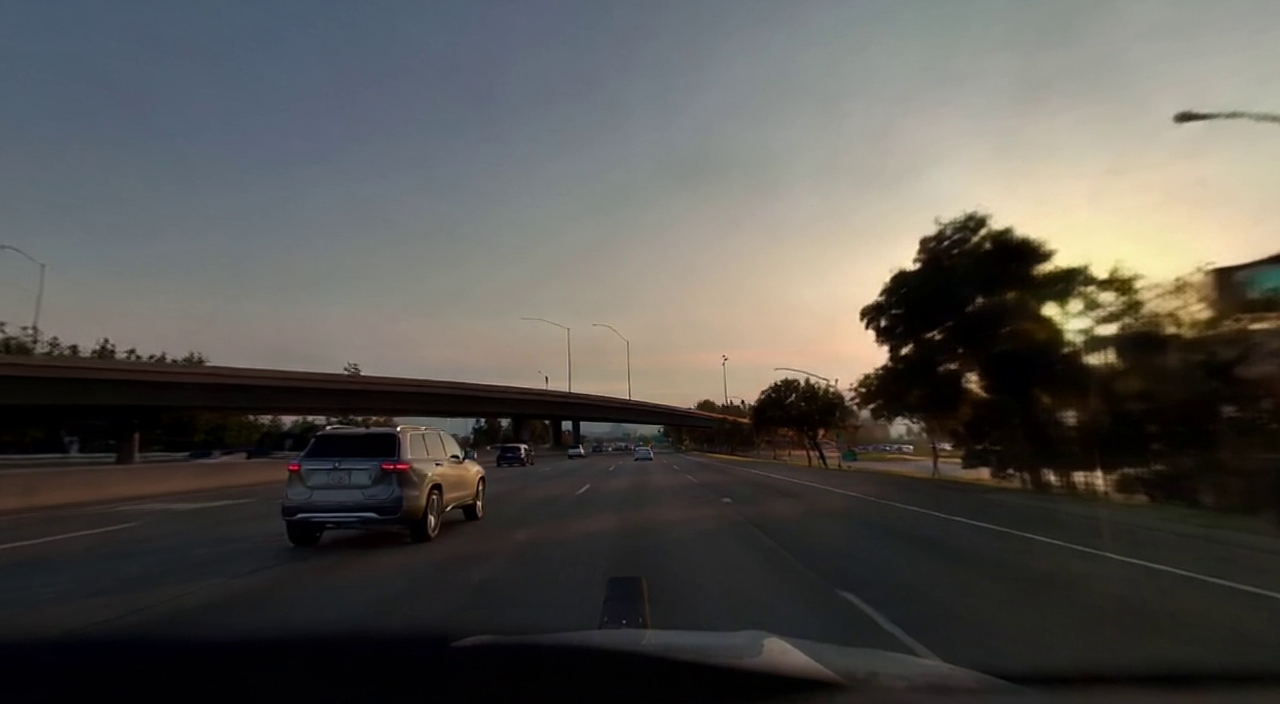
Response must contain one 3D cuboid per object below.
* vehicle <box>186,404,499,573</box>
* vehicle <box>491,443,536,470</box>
[{"bbox_3d":[-3.653,1.772,8.949,2.214,1.759,4.435,-1,-8,1],"label":"vehicle"},{"bbox_3d":[-7.744,6.425,38.991,1.871,1.542,4.371,0,-8,0],"label":"vehicle"}]
